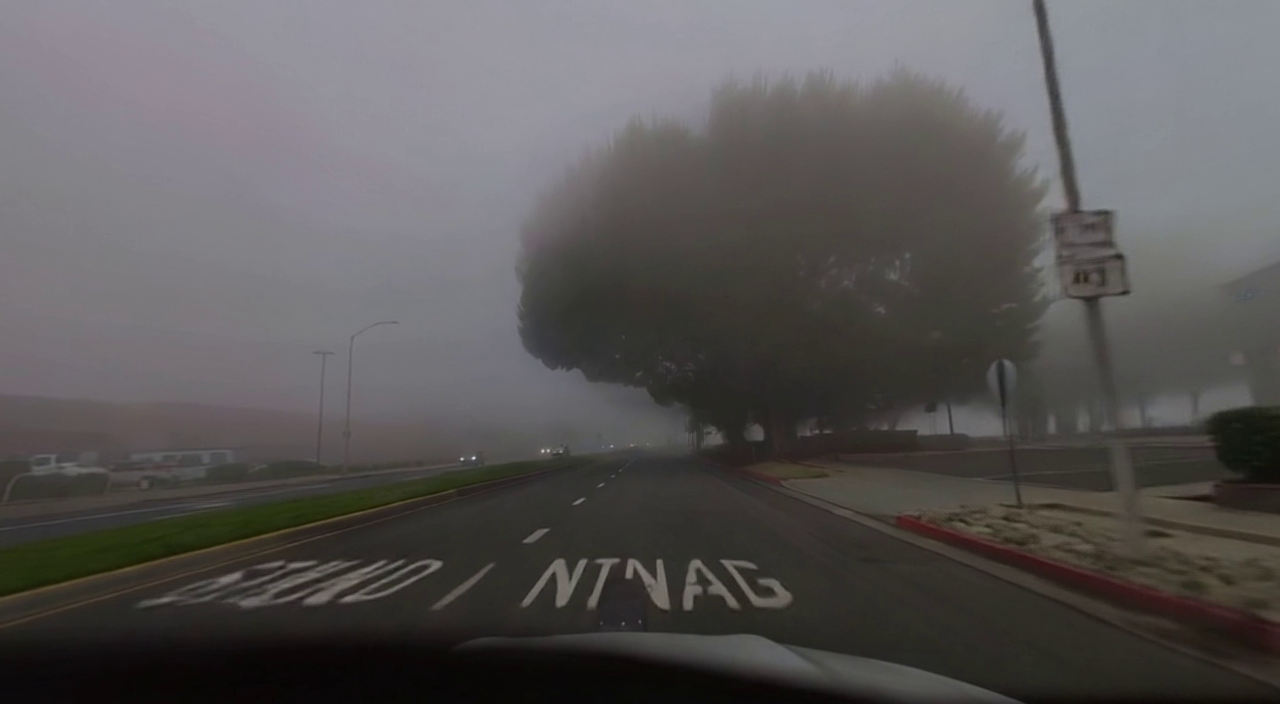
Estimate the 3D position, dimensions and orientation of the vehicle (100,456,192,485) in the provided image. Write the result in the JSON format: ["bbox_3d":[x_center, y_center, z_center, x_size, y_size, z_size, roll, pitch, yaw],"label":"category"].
[{"bbox_3d":[-27.158,6.498,34.578,3.592,1.501,1.697,0,-9,2],"label":"vehicle"}]

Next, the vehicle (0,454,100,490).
[{"bbox_3d":[-27.890,5.567,29.193,3.664,1.564,2.023,0,-9,1],"label":"vehicle"}]
